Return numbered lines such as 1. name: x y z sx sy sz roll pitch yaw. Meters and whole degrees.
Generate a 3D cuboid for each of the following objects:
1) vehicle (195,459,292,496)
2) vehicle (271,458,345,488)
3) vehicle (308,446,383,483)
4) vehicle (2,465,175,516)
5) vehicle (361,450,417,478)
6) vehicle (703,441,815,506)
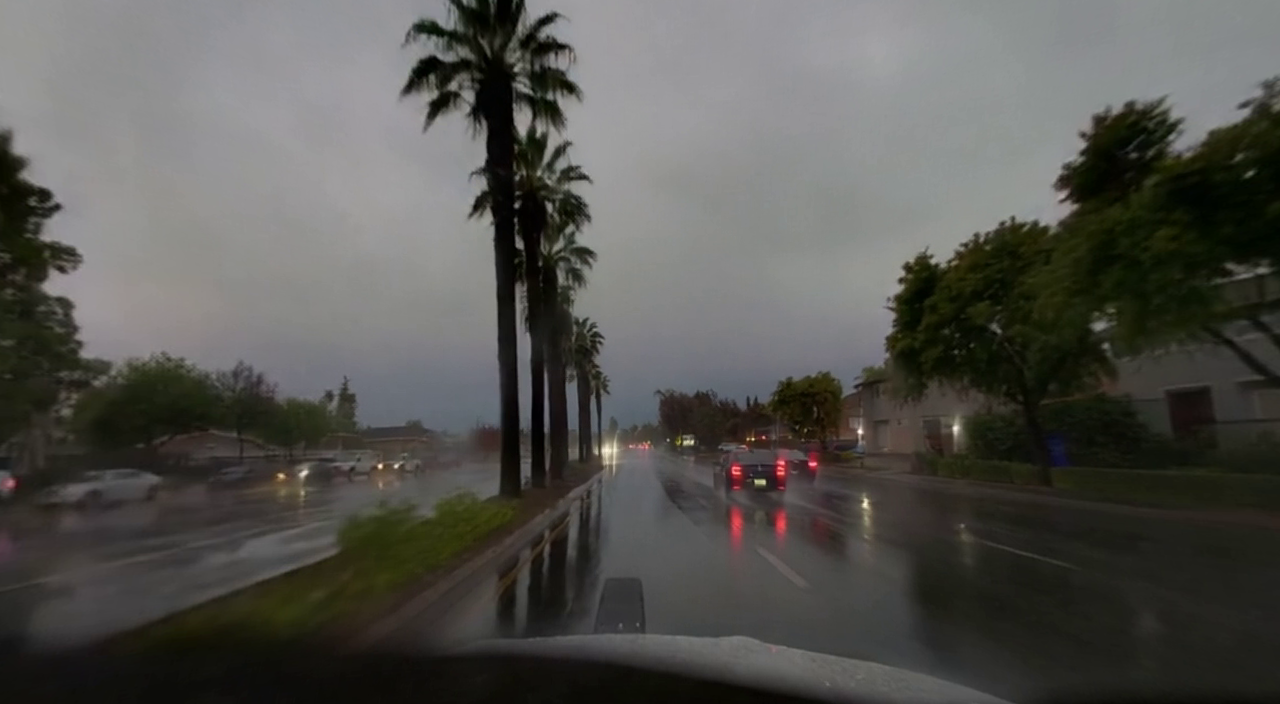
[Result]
1. vehicle: -18.935 5.986 30.461 1.811 1.539 4.560 0 -9 -1
2. vehicle: -18.767 6.849 35.956 1.828 1.472 4.464 0 -9 0
3. vehicle: -19.196 7.337 41.487 2.344 2.232 5.170 0 -9 0
4. vehicle: -19.078 4.782 22.217 1.848 1.432 4.662 0 -9 1
5. vehicle: -19.132 8.544 48.464 2.056 1.946 5.498 0 -9 0
6. vehicle: 3.038 3.216 17.226 1.989 1.492 4.689 0 -9 -2
